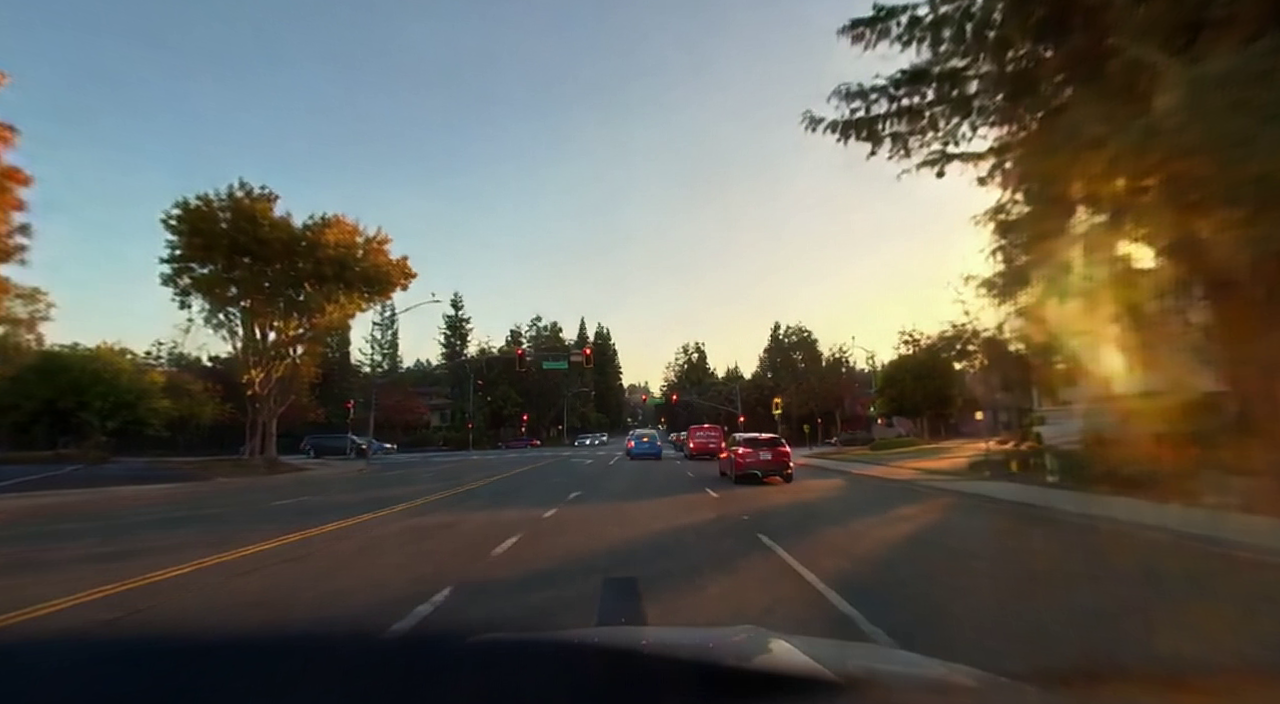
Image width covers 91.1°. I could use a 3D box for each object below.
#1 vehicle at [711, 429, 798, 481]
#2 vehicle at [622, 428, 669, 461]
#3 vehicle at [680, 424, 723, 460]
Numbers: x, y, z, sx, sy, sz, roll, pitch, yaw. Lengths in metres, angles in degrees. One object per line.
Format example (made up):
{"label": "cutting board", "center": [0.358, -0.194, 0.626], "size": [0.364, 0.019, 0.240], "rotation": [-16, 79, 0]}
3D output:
{"label": "vehicle", "center": [3.588, 3.333, 20.534], "size": [1.934, 1.506, 4.544], "rotation": [0, -8, -1]}
{"label": "vehicle", "center": [0.328, 4.849, 33.004], "size": [2.321, 1.624, 4.367], "rotation": [0, -8, 1]}
{"label": "vehicle", "center": [3.485, 5.189, 36.203], "size": [2.059, 1.924, 4.257], "rotation": [0, -8, 0]}
